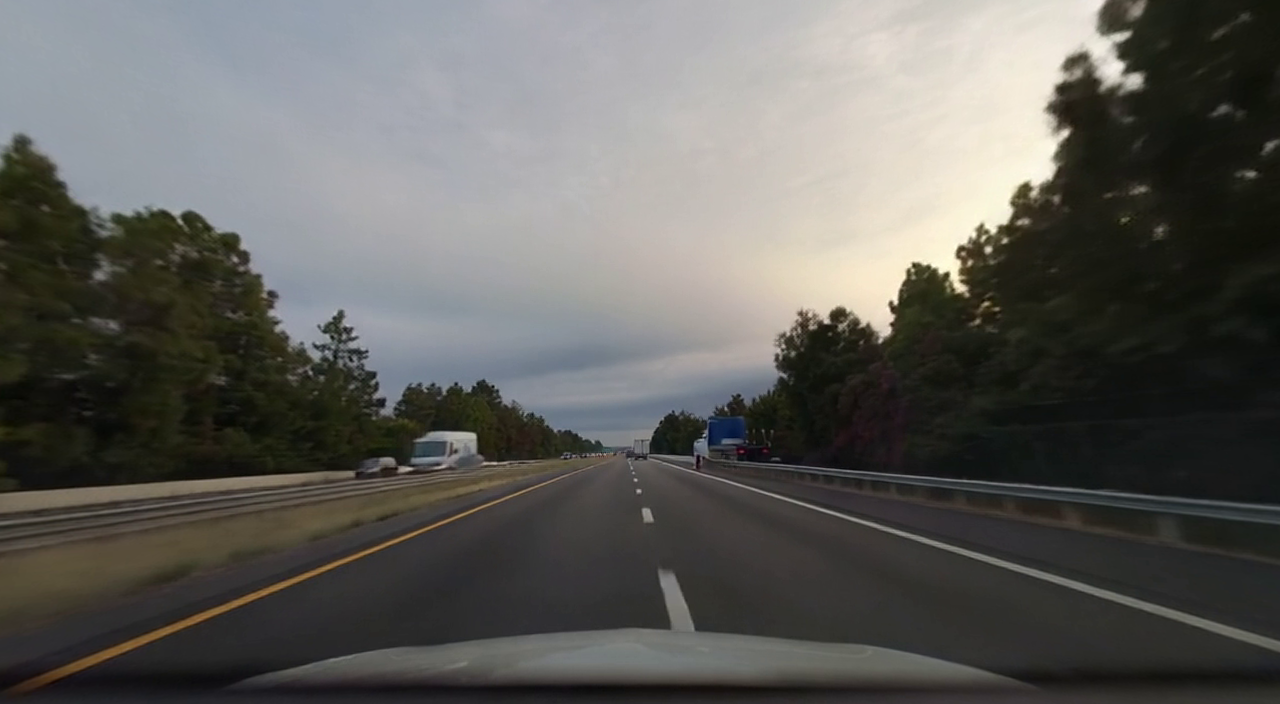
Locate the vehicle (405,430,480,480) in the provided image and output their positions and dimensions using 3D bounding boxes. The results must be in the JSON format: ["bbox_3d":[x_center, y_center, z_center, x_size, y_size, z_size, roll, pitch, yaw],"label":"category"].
[{"bbox_3d":[-11.438,6.041,37.152,2.317,2.613,6.793,0,-9,-1],"label":"vehicle"}]

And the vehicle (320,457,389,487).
[{"bbox_3d":[-15.676,6.573,34.843,1.874,1.461,4.339,0,-9,-2],"label":"vehicle"}]
